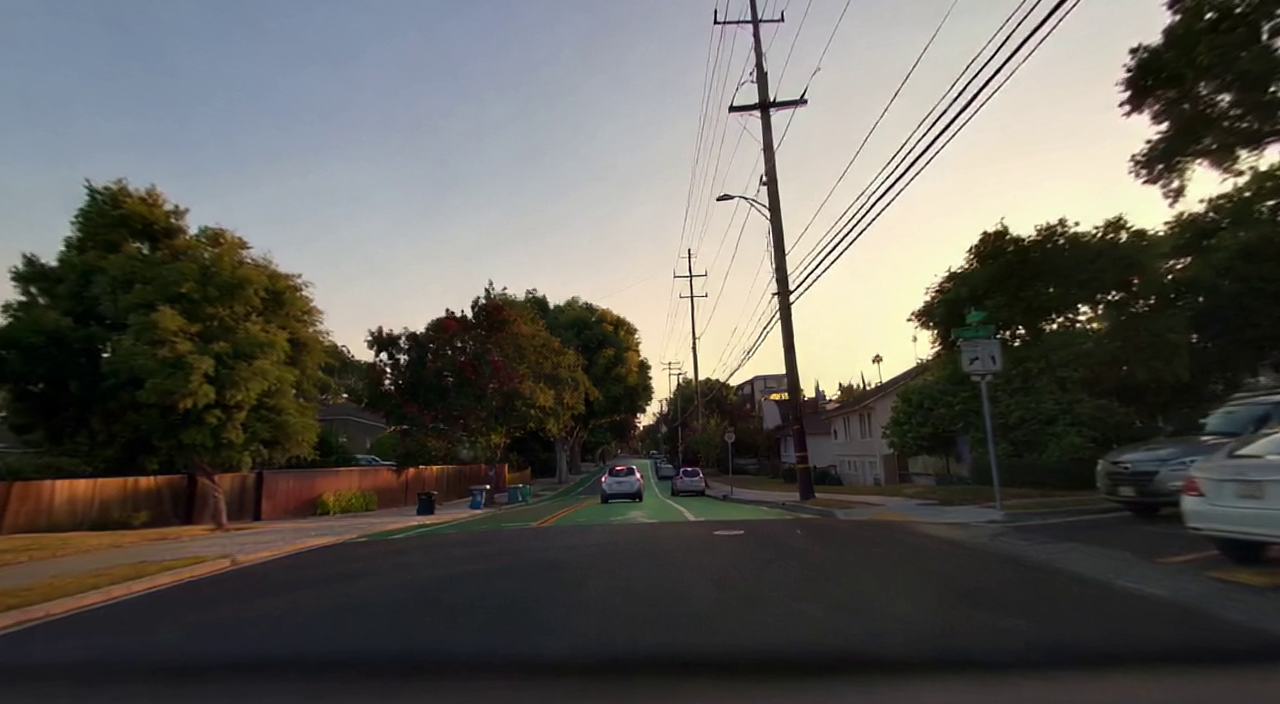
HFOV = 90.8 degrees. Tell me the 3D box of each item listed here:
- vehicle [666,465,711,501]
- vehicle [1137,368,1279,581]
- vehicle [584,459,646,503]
[{"bbox_3d":[2.568,7.054,34.351,1.909,1.694,4.472,0,-9,-3],"label":"vehicle"},{"bbox_3d":[7.244,1.018,5.361,4.755,1.611,1.885,1,-9,-9],"label":"vehicle"},{"bbox_3d":[-0.953,5.269,25.658,2.235,1.500,4.496,-2,-12,-1],"label":"vehicle"}]
